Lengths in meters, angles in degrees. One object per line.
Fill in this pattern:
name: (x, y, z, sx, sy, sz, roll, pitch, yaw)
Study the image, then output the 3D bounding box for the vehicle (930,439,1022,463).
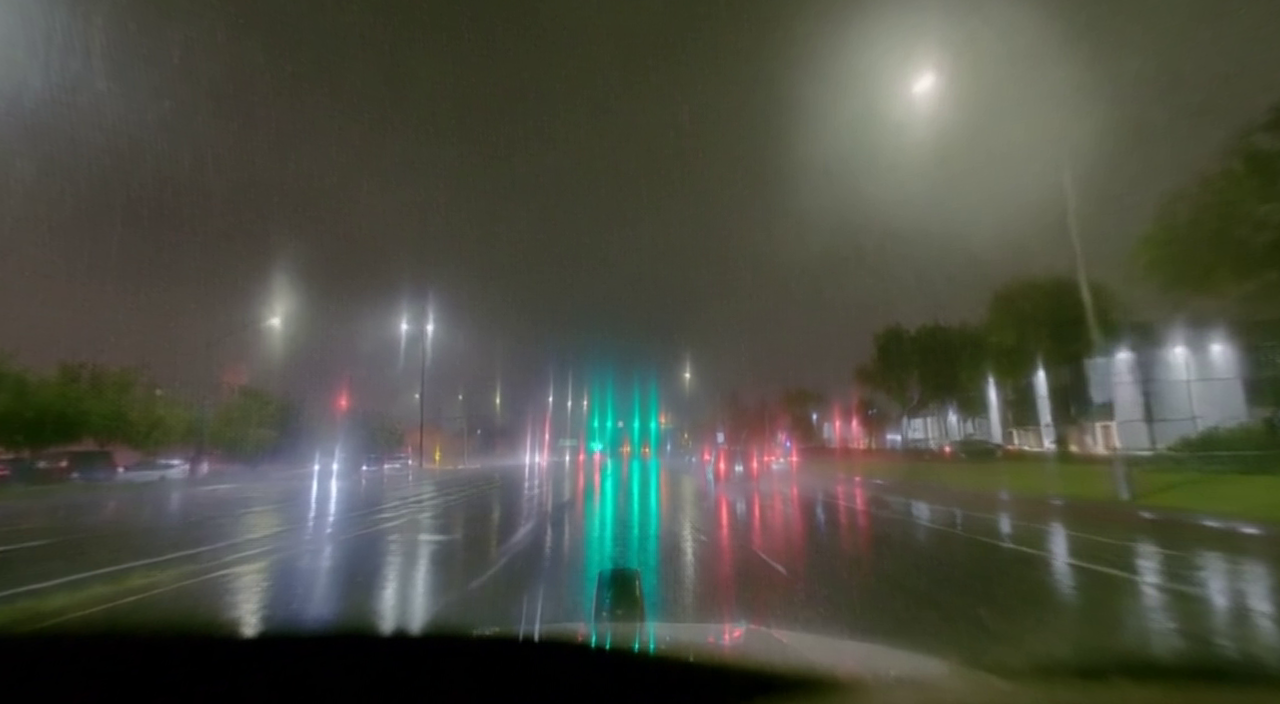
vehicle: (21.715, 6.431, 40.967, 4.748, 1.451, 2.089, 0, -9, -2)

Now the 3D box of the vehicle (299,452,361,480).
vehicle: (-22.518, 8.289, 46.121, 2.139, 1.833, 4.686, 0, -8, 0)

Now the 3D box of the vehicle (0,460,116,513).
vehicle: (-22.377, 4.889, 23.367, 1.926, 1.681, 4.601, -1, -8, 1)

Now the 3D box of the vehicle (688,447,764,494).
vehicle: (2.926, 4.125, 22.448, 1.966, 1.449, 4.290, 0, -9, -2)

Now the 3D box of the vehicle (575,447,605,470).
vehicle: (-3.680, 7.971, 47.353, 1.935, 1.617, 4.045, 0, -8, 0)

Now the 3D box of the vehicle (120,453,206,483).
vehicle: (-29.949, 7.250, 39.719, 3.855, 1.693, 1.875, -2, -8, 1)
